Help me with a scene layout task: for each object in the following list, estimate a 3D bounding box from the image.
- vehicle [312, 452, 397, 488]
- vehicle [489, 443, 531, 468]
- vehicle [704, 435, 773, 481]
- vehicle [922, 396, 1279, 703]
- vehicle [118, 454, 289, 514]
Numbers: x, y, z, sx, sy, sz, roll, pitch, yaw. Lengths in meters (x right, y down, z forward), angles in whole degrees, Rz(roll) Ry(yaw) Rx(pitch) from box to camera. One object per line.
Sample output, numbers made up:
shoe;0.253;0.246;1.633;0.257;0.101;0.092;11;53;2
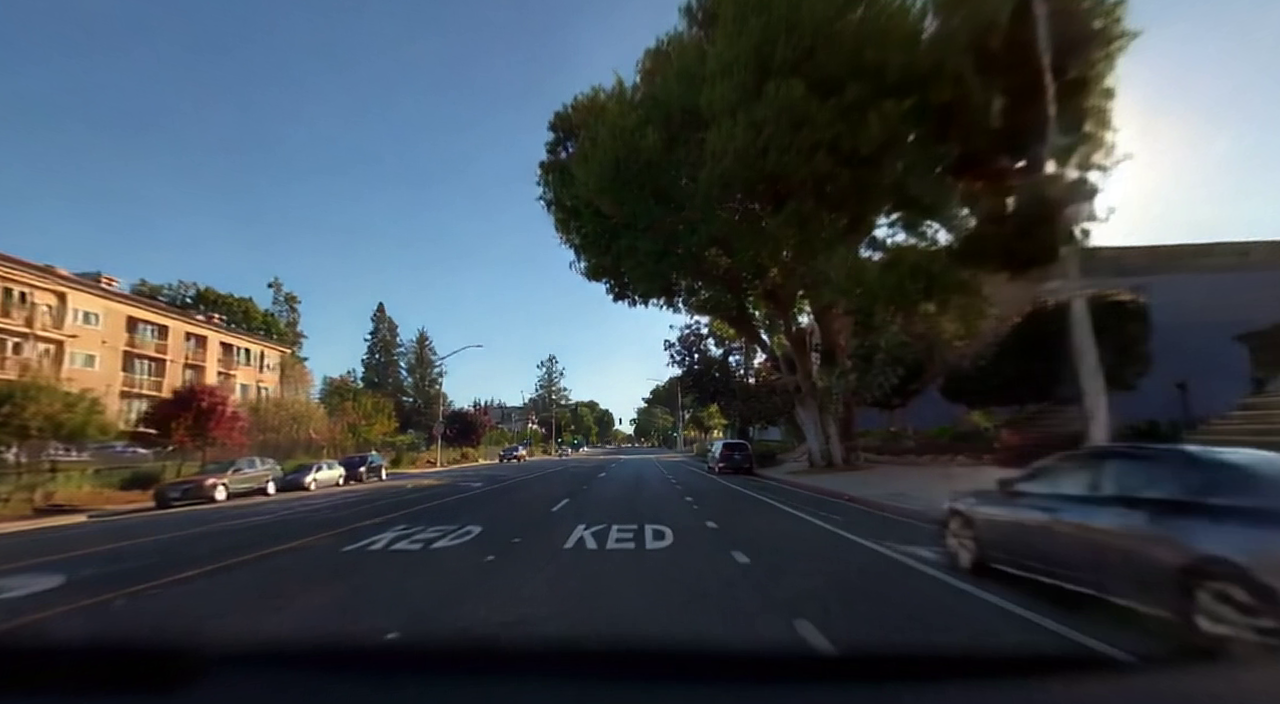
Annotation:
vehicle;-14.085;5.816;31.523;1.983;1.608;4.699;0;-8;1
vehicle;-9.864;7.889;48.361;2.252;1.737;4.544;0;-8;0
vehicle;4.074;4.490;27.059;2.220;1.752;4.782;0;-8;0
vehicle;4.136;1.232;4.396;2.127;1.619;4.832;0;-8;0
vehicle;-14.069;4.230;20.848;2.163;1.641;4.875;0;-8;0
